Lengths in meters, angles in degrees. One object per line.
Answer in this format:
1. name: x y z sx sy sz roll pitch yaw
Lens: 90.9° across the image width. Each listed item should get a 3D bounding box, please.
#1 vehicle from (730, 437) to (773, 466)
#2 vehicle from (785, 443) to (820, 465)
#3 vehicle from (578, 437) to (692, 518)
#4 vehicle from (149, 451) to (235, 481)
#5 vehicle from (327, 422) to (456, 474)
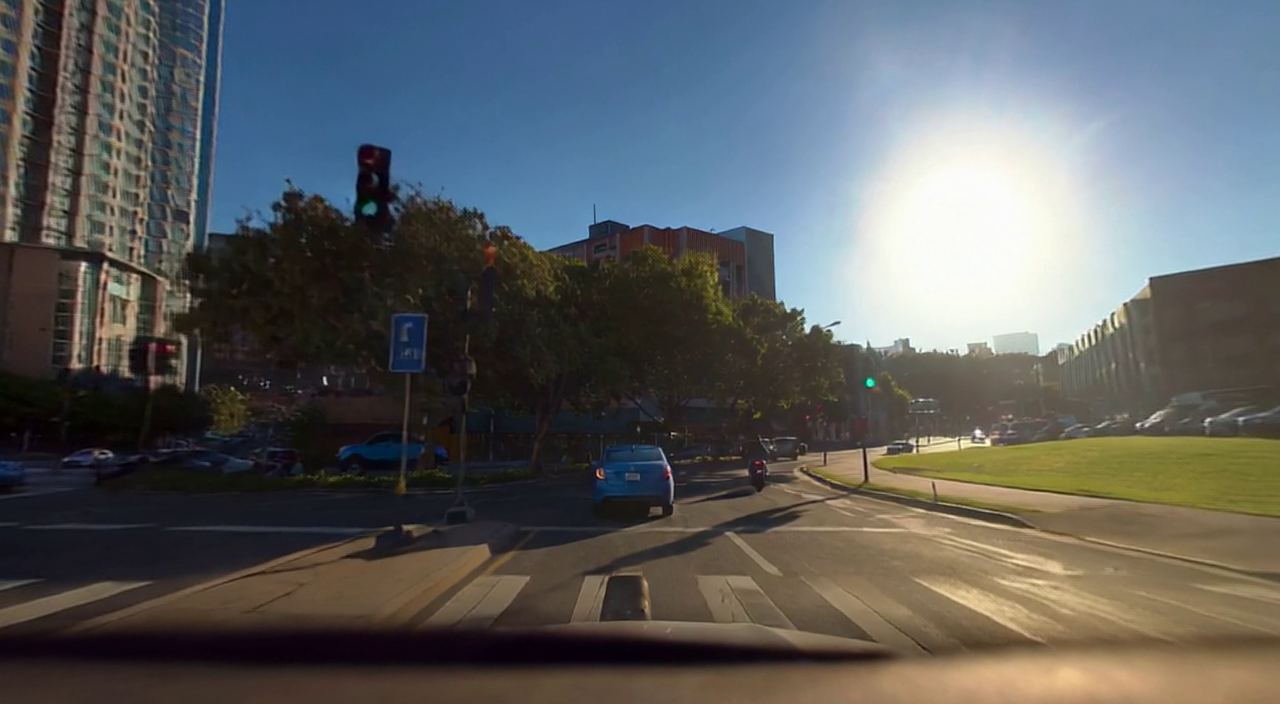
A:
1. vehicle: 7.606 6.701 42.630 2.212 1.790 4.768 -3 -9 17
2. vehicle: 12.190 7.590 47.246 1.822 1.555 3.574 -4 -9 25
3. vehicle: -0.151 2.618 13.736 2.118 1.480 3.949 0 -8 -2
4. vehicle: -19.670 4.996 27.738 1.259 1.181 2.744 -5 -10 26
5. vehicle: -14.587 5.695 37.656 2.287 2.780 7.166 -5 -10 31
